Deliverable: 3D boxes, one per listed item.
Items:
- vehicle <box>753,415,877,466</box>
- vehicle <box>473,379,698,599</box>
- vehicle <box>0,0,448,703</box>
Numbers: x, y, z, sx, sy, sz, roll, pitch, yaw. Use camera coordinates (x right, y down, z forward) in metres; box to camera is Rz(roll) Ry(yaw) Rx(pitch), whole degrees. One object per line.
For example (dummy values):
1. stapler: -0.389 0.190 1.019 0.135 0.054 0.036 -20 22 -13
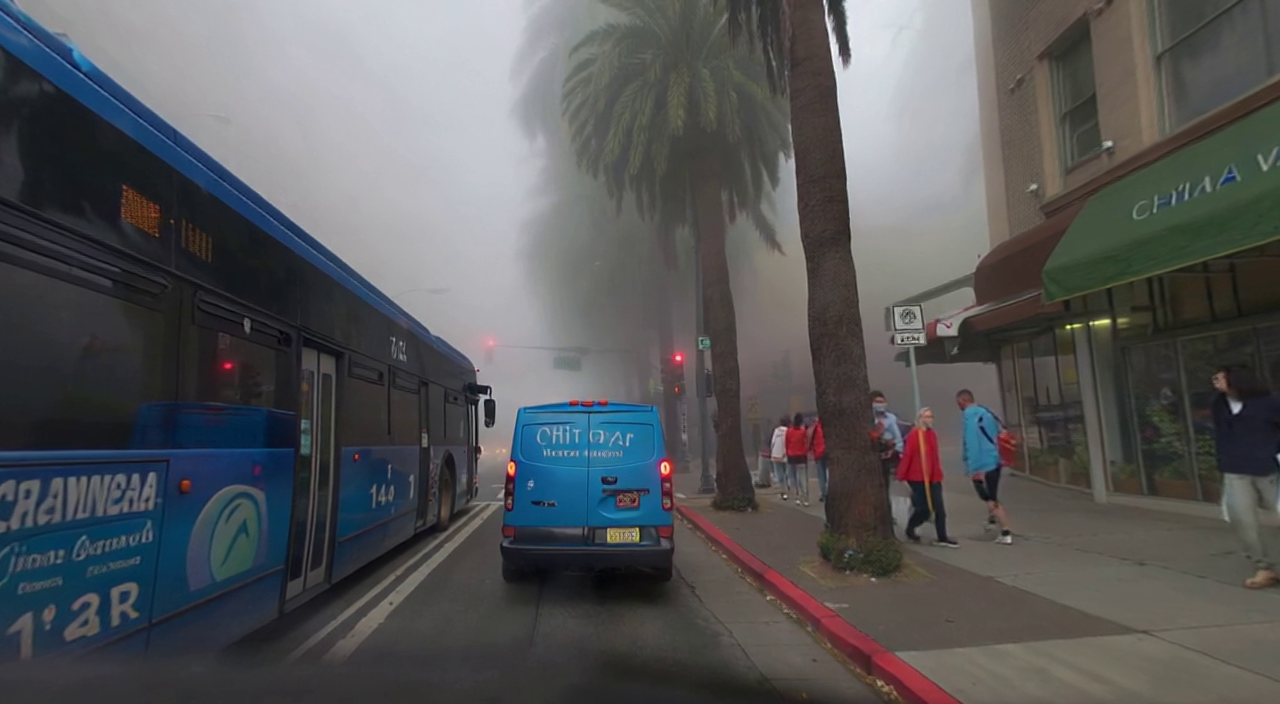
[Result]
1. vehicle: 8.131 4.132 29.667 4.996 2.251 2.283 1 -8 -7
2. vehicle: -0.796 1.520 7.805 2.002 1.907 4.211 1 -9 -9
3. vehicle: -3.807 0.172 3.282 2.863 3.233 11.573 1 -8 -5
